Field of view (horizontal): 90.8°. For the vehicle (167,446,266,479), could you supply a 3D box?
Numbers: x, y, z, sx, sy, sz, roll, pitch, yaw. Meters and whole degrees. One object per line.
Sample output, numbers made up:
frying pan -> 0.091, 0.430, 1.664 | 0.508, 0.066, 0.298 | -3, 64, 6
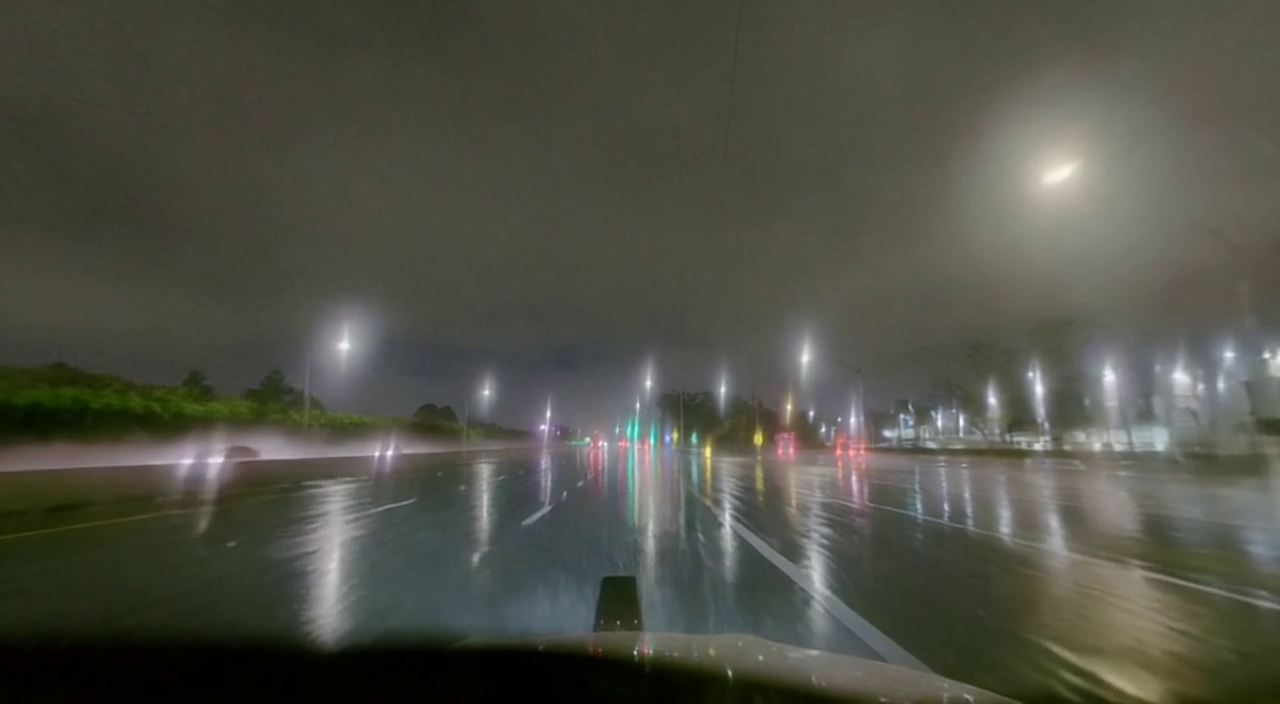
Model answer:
vehicle -> -21.183, 5.509, 31.845 | 1.887, 1.551, 4.445 | 0, -8, 0
